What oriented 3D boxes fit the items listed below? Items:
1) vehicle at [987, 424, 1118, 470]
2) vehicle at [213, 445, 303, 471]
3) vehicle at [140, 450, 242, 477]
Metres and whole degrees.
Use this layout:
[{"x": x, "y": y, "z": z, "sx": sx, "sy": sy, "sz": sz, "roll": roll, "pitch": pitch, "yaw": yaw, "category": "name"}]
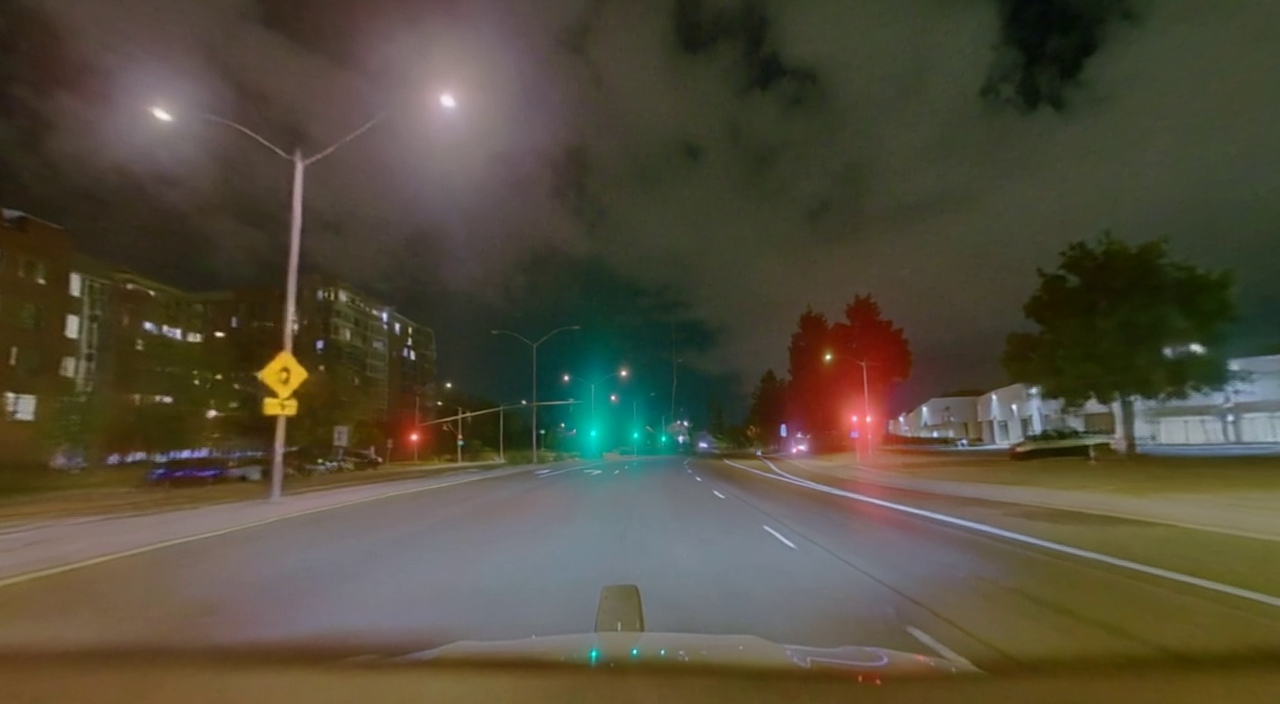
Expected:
[{"x": 19.331, "y": 4.493, "z": 29.913, "sx": 2.074, "sy": 1.959, "sz": 4.793, "roll": 3, "pitch": -9, "yaw": -19, "category": "vehicle"}, {"x": -28.039, "y": 7.796, "z": 46.529, "sx": 5.248, "sy": 1.758, "sz": 2.122, "roll": -1, "pitch": -8, "yaw": -2, "category": "vehicle"}, {"x": -28.852, "y": 7.168, "z": 40.721, "sx": 4.913, "sy": 1.677, "sz": 2.032, "roll": 0, "pitch": -9, "yaw": -1, "category": "vehicle"}]
